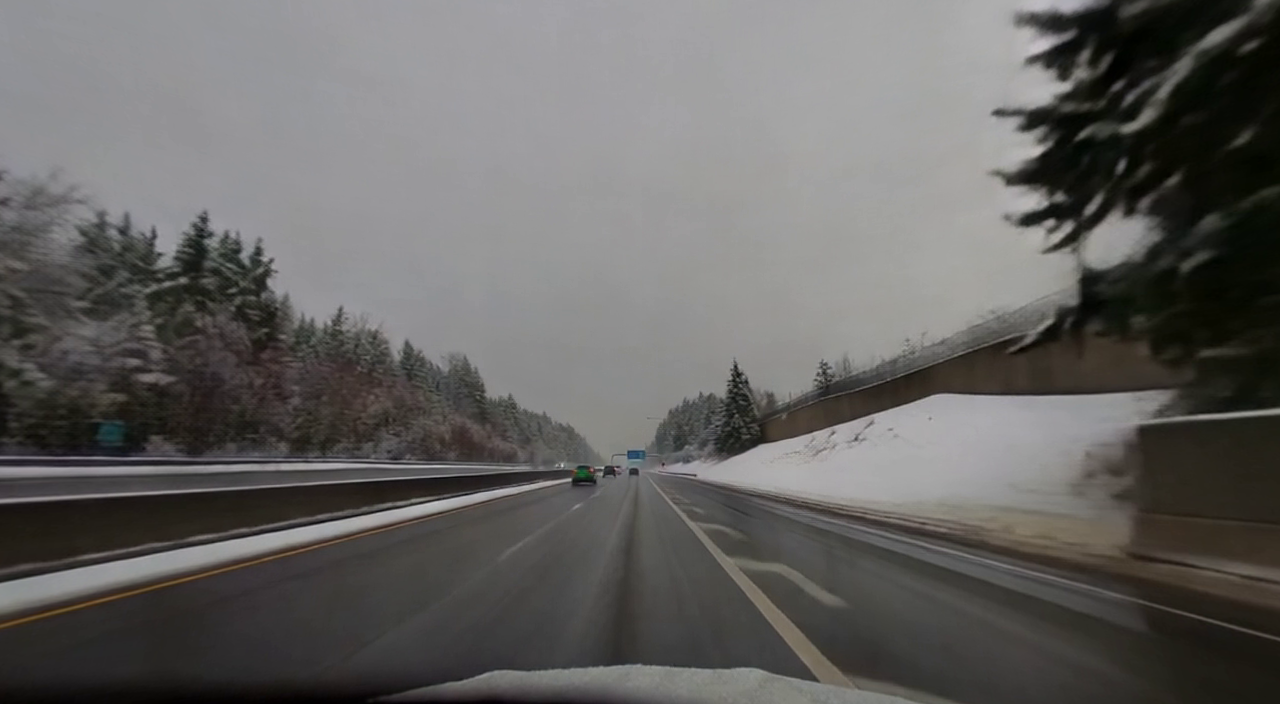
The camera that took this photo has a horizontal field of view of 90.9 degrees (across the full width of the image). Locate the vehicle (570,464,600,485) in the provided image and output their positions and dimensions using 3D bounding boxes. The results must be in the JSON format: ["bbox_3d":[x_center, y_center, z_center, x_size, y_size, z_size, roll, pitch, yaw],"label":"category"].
[{"bbox_3d":[-4.154,9.332,48.144,2.006,1.469,4.050,1,-10,-1],"label":"vehicle"}]
